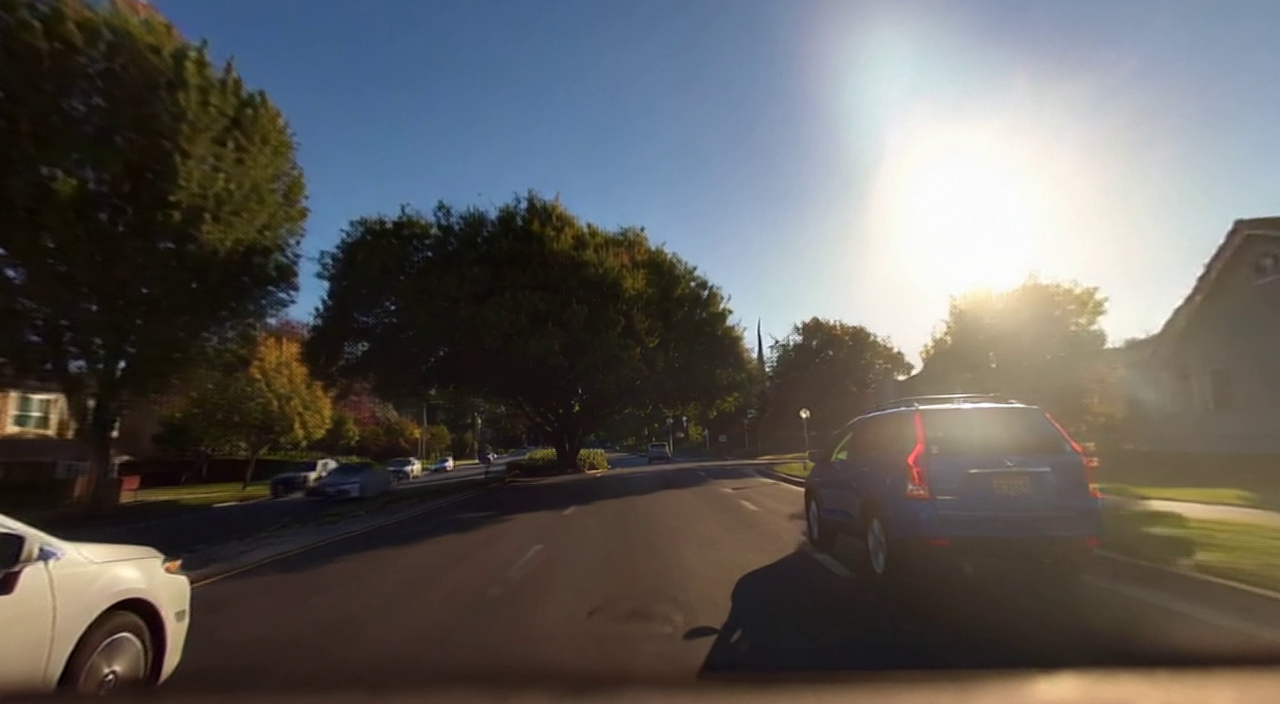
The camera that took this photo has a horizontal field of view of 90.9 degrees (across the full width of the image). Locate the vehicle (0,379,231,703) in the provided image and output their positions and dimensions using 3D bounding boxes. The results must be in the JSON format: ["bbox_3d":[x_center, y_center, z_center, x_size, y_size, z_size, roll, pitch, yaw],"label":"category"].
[{"bbox_3d":[-3.530,0.808,1.488,2.058,1.659,4.514,0,-8,0],"label":"vehicle"}]

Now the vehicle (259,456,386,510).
[{"bbox_3d":[-10.300,4.248,20.917,1.928,1.482,4.649,0,-8,-2],"label":"vehicle"}]

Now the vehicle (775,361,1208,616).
[{"bbox_3d":[3.462,1.520,8.014,2.338,2.063,5.592,-1,-8,1],"label":"vehicle"}]

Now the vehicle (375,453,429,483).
[{"bbox_3d":[-14.755,7.194,39.346,1.954,1.707,4.410,0,-8,-4],"label":"vehicle"}]
